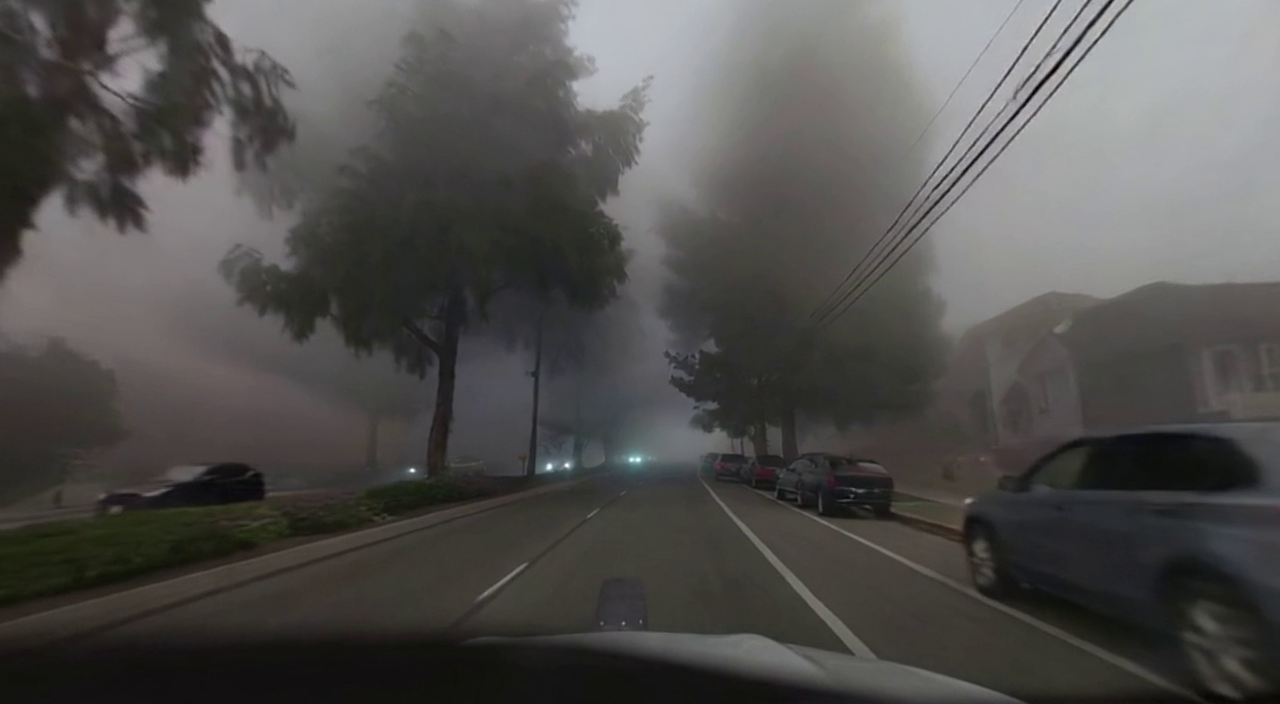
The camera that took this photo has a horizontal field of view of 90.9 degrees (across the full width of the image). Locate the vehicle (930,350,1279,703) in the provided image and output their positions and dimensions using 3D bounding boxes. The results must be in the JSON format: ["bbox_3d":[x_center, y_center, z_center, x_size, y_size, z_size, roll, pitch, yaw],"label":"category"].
[{"bbox_3d":[3.861,1.023,3.590,2.166,1.798,5.256,-1,-8,3],"label":"vehicle"}]

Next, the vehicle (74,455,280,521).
[{"bbox_3d":[-12.450,3.650,17.478,1.999,1.467,4.618,-1,-8,4],"label":"vehicle"}]

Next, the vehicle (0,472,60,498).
[{"bbox_3d":[-43.058,9.172,43.648,4.398,1.639,1.919,-2,-8,11],"label":"vehicle"}]

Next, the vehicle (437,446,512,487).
[{"bbox_3d":[-7.606,5.312,29.610,2.331,1.696,4.861,0,-8,-2],"label":"vehicle"}]
